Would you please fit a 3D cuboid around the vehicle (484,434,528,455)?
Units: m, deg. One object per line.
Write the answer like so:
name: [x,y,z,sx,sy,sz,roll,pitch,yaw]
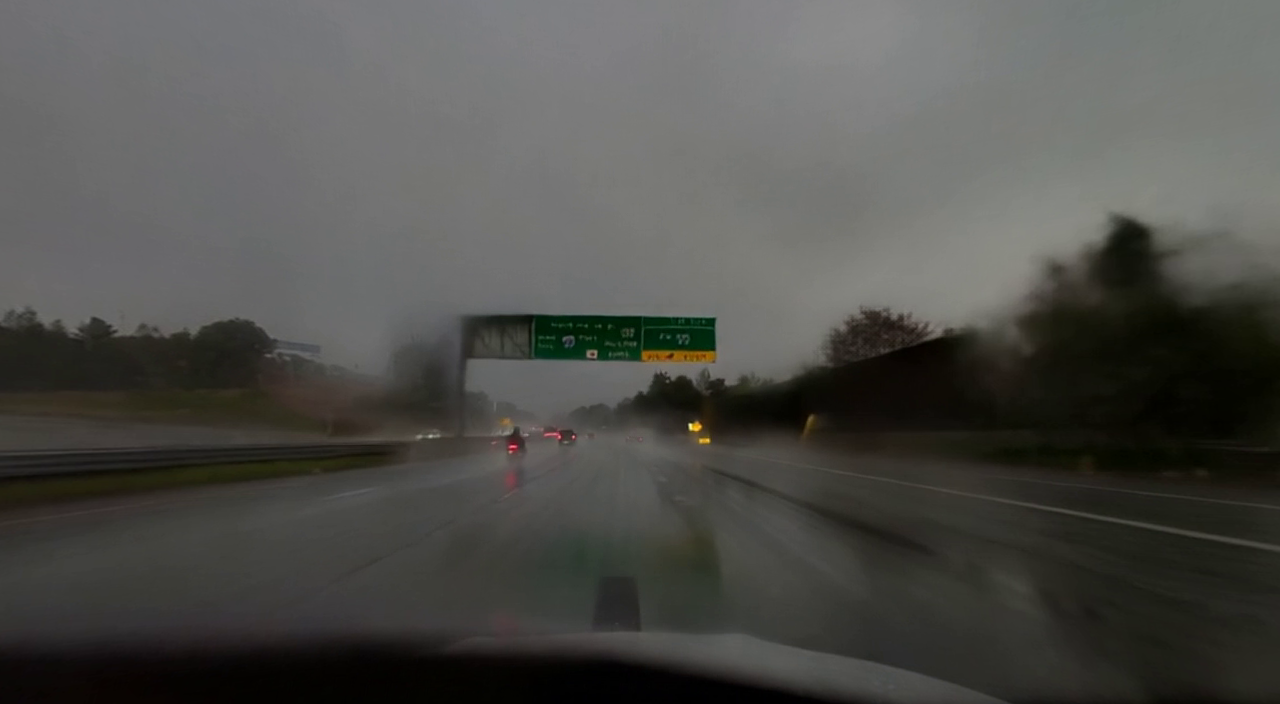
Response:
vehicle: [-9.291,6.441,43.999,2.053,1.409,4.704,0,-8,0]
